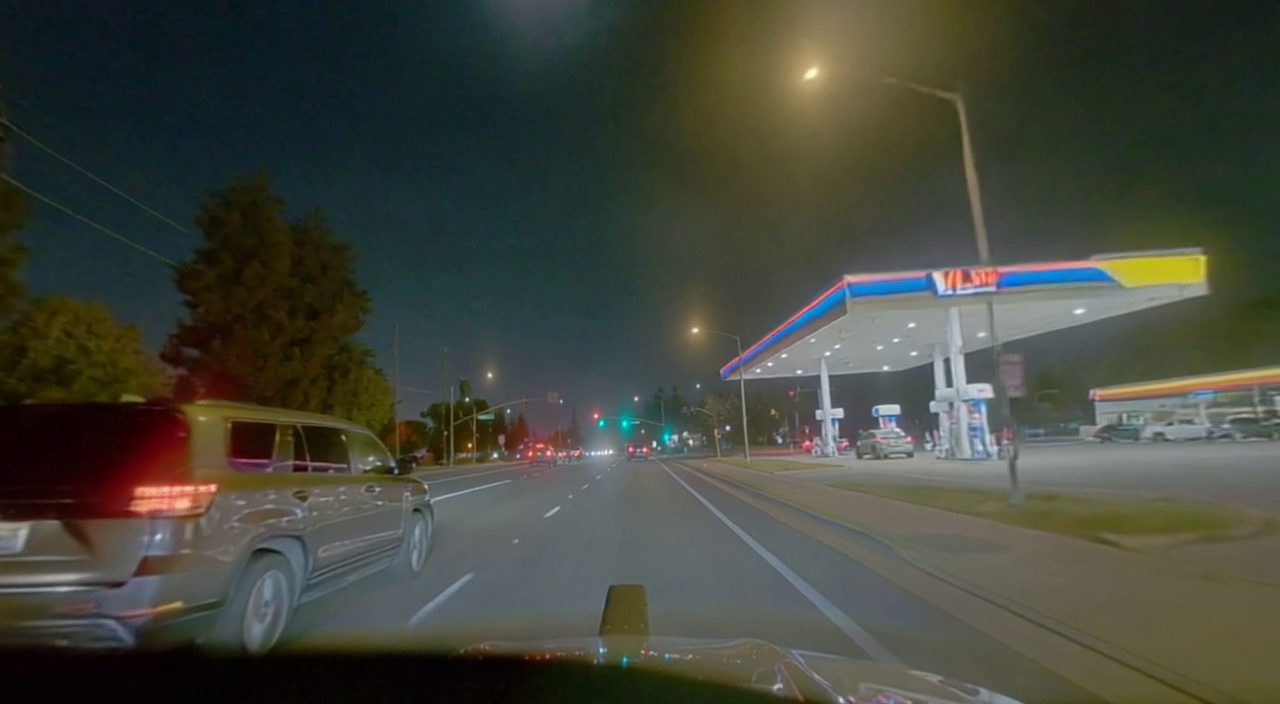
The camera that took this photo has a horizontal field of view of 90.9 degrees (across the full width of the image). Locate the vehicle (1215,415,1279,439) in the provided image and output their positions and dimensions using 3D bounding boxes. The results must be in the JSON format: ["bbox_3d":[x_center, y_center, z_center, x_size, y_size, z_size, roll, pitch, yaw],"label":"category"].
[{"bbox_3d":[41.634,5.018,42.056,4.630,1.529,1.759,-8,-10,42],"label":"vehicle"}]

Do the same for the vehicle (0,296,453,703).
[{"bbox_3d":[-3.150,1.060,4.441,2.190,1.844,4.751,0,-8,0],"label":"vehicle"}]

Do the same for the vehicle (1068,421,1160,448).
[{"bbox_3d":[30.922,5.425,41.171,4.459,1.605,1.883,-10,-12,44],"label":"vehicle"}]

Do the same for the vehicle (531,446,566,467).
[{"bbox_3d":[-6.735,7.701,46.719,1.960,1.468,4.345,0,-8,0],"label":"vehicle"}]

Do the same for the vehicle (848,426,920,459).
[{"bbox_3d":[15.936,5.986,41.632,2.178,1.911,5.852,-1,-8,-2],"label":"vehicle"}]
